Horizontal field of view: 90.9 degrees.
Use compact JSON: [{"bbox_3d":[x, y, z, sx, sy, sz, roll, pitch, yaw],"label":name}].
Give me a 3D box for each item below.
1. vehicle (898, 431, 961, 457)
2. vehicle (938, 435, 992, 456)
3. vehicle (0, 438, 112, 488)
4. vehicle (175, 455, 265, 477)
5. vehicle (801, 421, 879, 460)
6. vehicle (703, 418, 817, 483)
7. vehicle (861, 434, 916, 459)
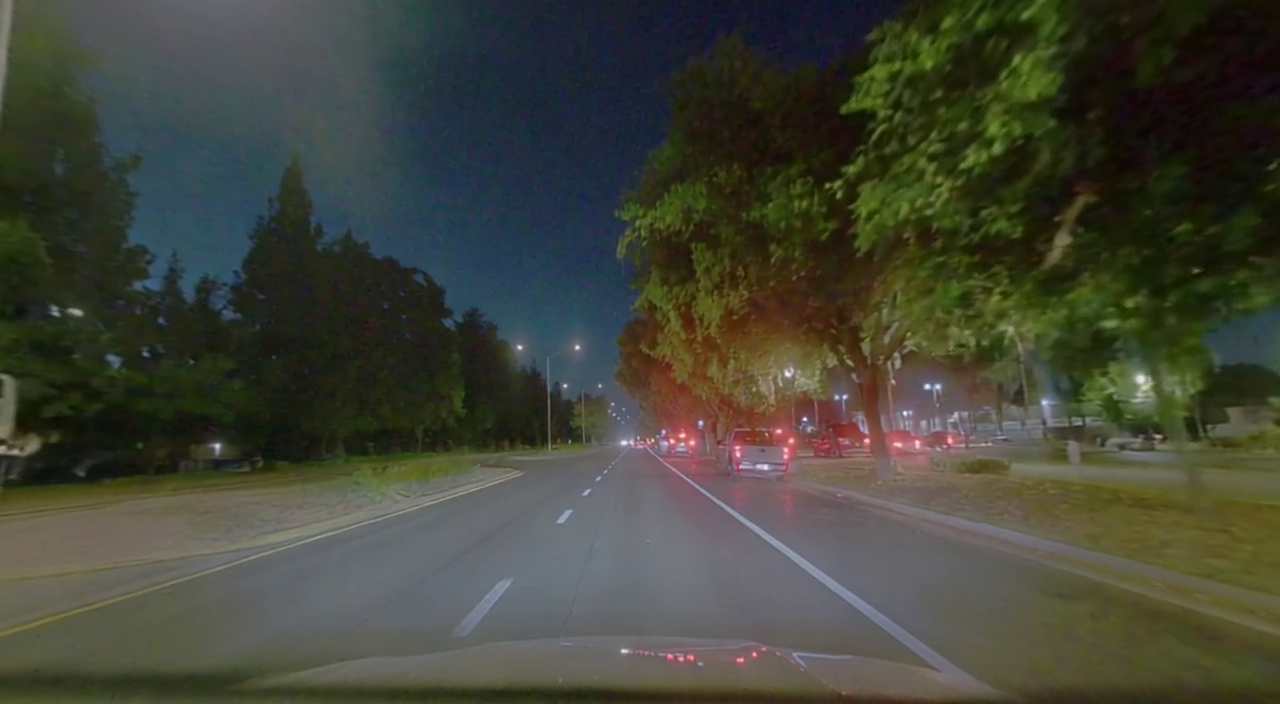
[{"bbox_3d":[22.612,7.232,49.569,2.313,1.900,5.397,0,-8,-1],"label":"vehicle"},{"bbox_3d":[25.383,7.298,49.344,1.896,1.538,4.080,0,-8,-2],"label":"vehicle"},{"bbox_3d":[-35.349,6.457,36.860,6.147,2.763,2.919,0,-8,-2],"label":"vehicle"},{"bbox_3d":[-29.124,7.913,43.867,4.719,1.433,1.995,0,-8,-5],"label":"vehicle"},{"bbox_3d":[11.052,4.978,35.385,2.197,1.923,5.799,2,-8,-3],"label":"vehicle"},{"bbox_3d":[3.825,3.307,21.428,2.493,1.896,5.433,0,-8,-3],"label":"vehicle"},{"bbox_3d":[19.323,7.363,49.386,2.084,1.777,5.407,0,-8,0],"label":"vehicle"}]
